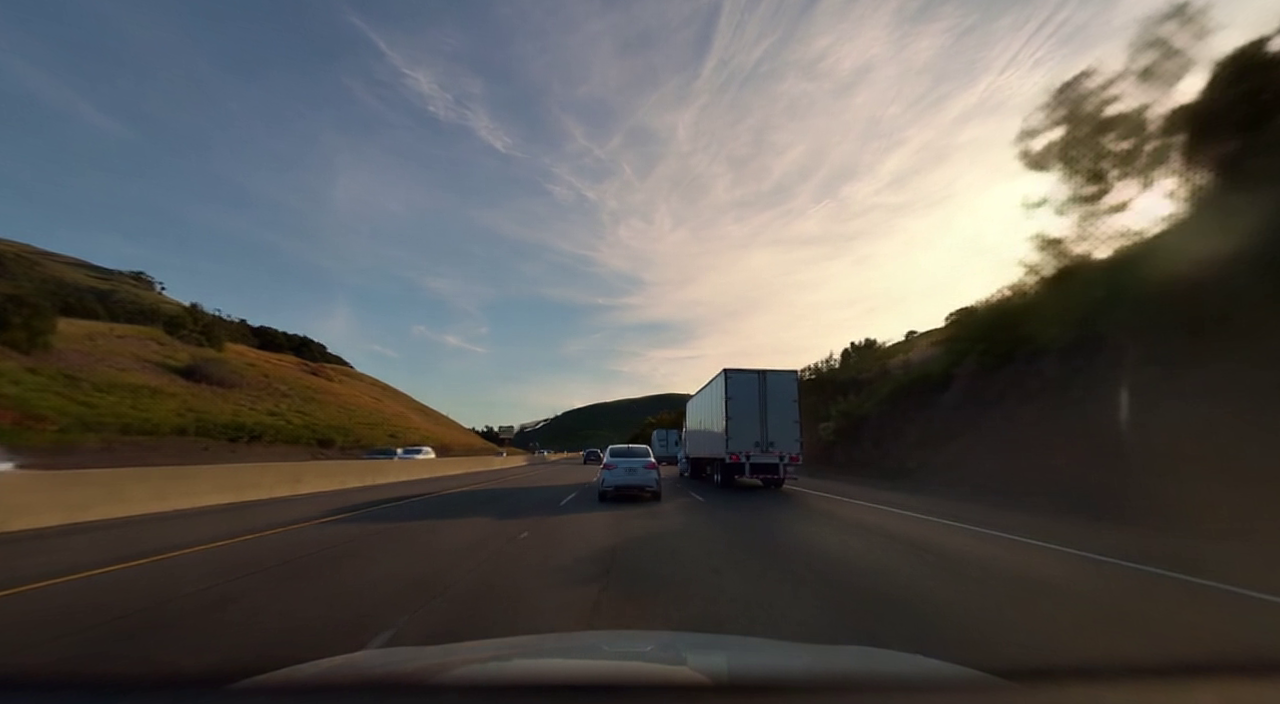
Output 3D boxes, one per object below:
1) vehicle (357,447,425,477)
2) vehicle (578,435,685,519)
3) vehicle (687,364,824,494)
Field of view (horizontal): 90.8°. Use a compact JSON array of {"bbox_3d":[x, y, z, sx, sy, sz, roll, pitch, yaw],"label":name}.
[{"bbox_3d":[-12.789,5.672,32.739,1.832,1.430,4.440,0,-9,-2],"label":"vehicle"},{"bbox_3d":[-0.195,2.781,14.464,2.109,1.639,3.768,0,-9,-1],"label":"vehicle"},{"bbox_3d":[4.077,3.467,26.592,2.812,4.024,14.098,0,-9,-1],"label":"vehicle"}]
